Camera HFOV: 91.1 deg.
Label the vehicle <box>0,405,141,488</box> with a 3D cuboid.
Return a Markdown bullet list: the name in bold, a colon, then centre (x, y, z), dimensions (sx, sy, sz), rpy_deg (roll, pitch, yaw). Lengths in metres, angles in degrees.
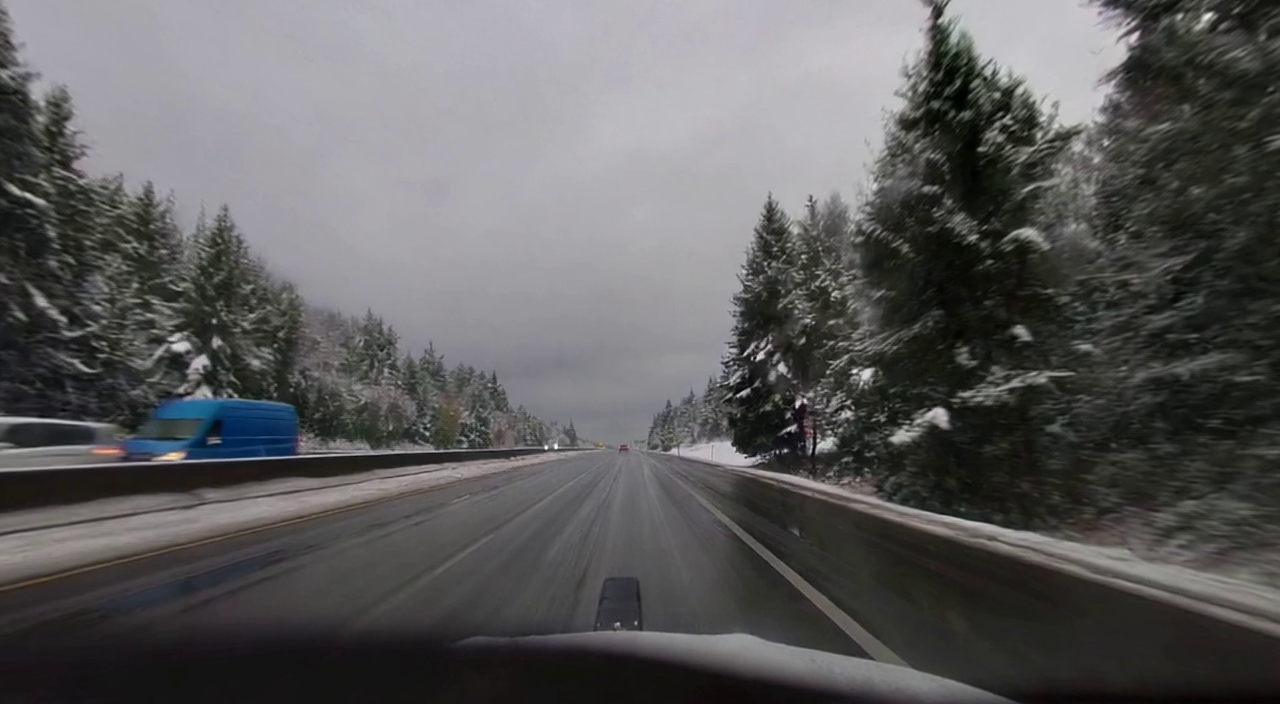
- **vehicle**: centre (-15.005, 2.221, 14.810), dimensions (2.090, 1.794, 5.319), rpy_deg (0, -8, -1)

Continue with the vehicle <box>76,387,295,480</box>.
- **vehicle**: centre (-15.142, 2.838, 21.765), dimensions (2.590, 2.700, 6.682), rpy_deg (0, -8, 0)
